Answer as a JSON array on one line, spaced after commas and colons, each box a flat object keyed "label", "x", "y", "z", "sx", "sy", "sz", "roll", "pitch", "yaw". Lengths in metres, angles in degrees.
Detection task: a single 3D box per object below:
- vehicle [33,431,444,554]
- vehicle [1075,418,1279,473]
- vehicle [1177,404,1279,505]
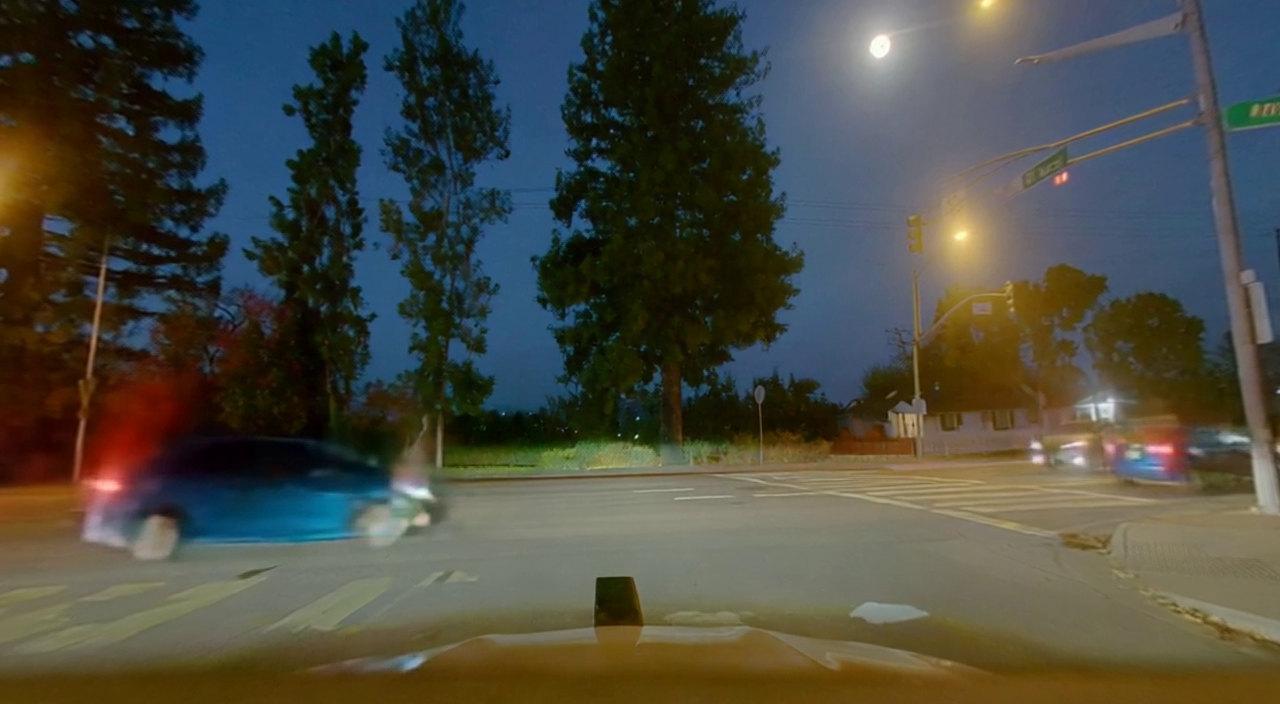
[{"label": "vehicle", "x": -5.326, "y": 1.887, "z": 9.136, "sx": 4.517, "sy": 1.419, "sz": 1.836, "roll": 3, "pitch": -9, "yaw": -24}, {"label": "vehicle", "x": 15.434, "y": 2.663, "z": 18.086, "sx": 4.990, "sy": 1.454, "sz": 1.875, "roll": 2, "pitch": -9, "yaw": -12}, {"label": "vehicle", "x": 12.776, "y": 1.859, "z": 11.618, "sx": 4.208, "sy": 1.685, "sz": 2.014, "roll": 1, "pitch": -8, "yaw": -9}]
